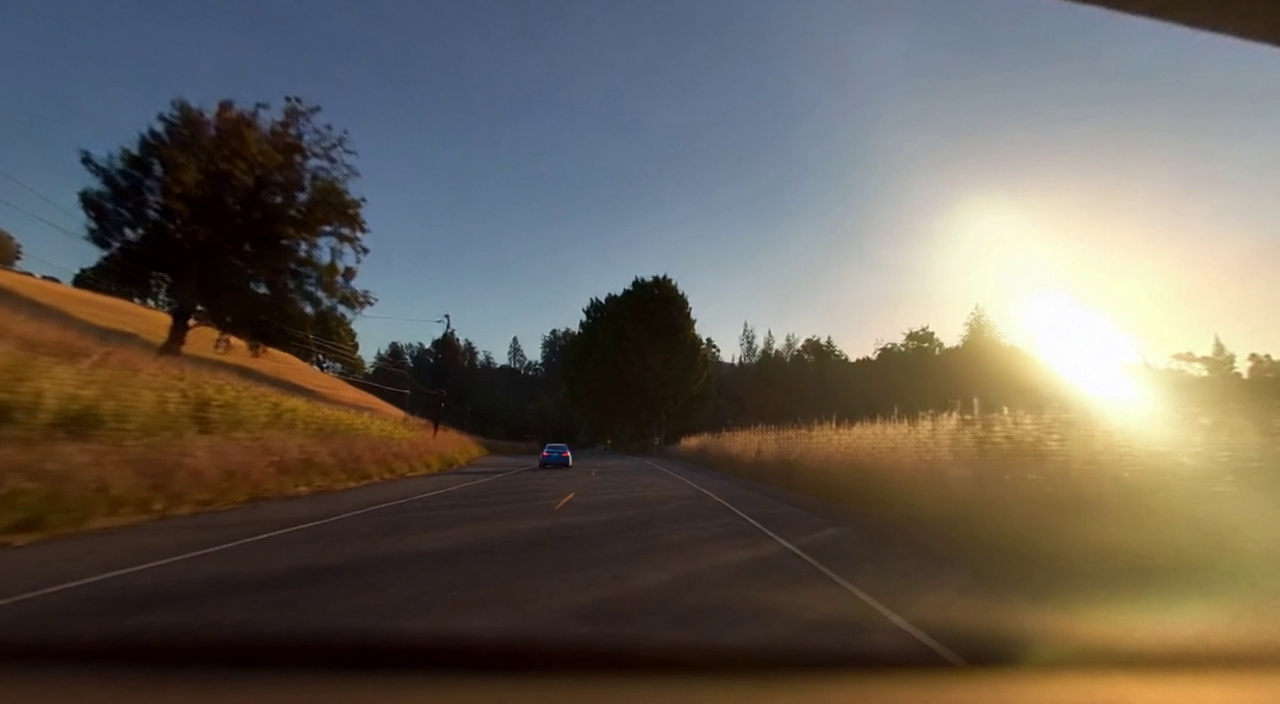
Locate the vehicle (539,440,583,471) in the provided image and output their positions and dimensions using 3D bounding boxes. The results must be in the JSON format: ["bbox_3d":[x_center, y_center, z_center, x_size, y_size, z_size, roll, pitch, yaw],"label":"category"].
[{"bbox_3d":[-4.096,5.455,33.363,1.968,1.503,4.443,0,-8,-3],"label":"vehicle"}]
